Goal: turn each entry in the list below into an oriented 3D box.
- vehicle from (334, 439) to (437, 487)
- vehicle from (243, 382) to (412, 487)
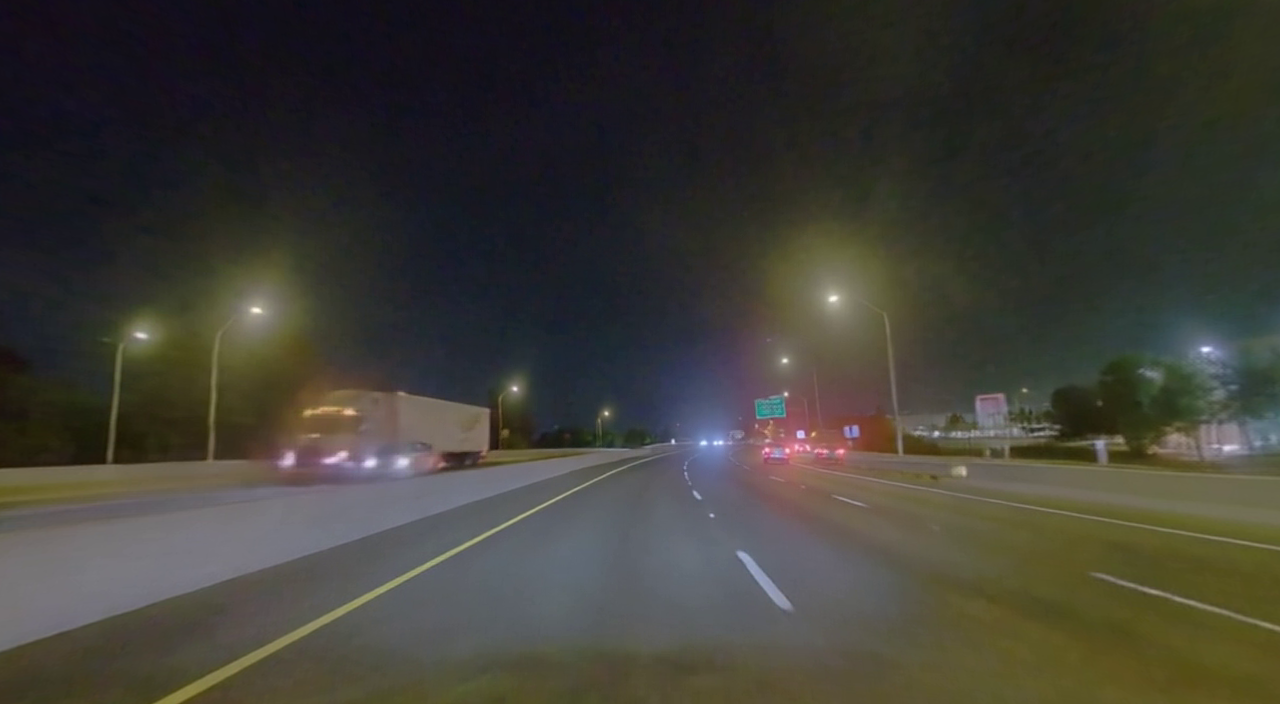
[{"bbox_3d":[-9.747,4.268,24.608,2.008,1.686,4.398,0,-8,2],"label":"vehicle"},{"bbox_3d":[-13.595,3.779,28.612,3.020,4.048,8.294,0,-8,3],"label":"vehicle"}]
